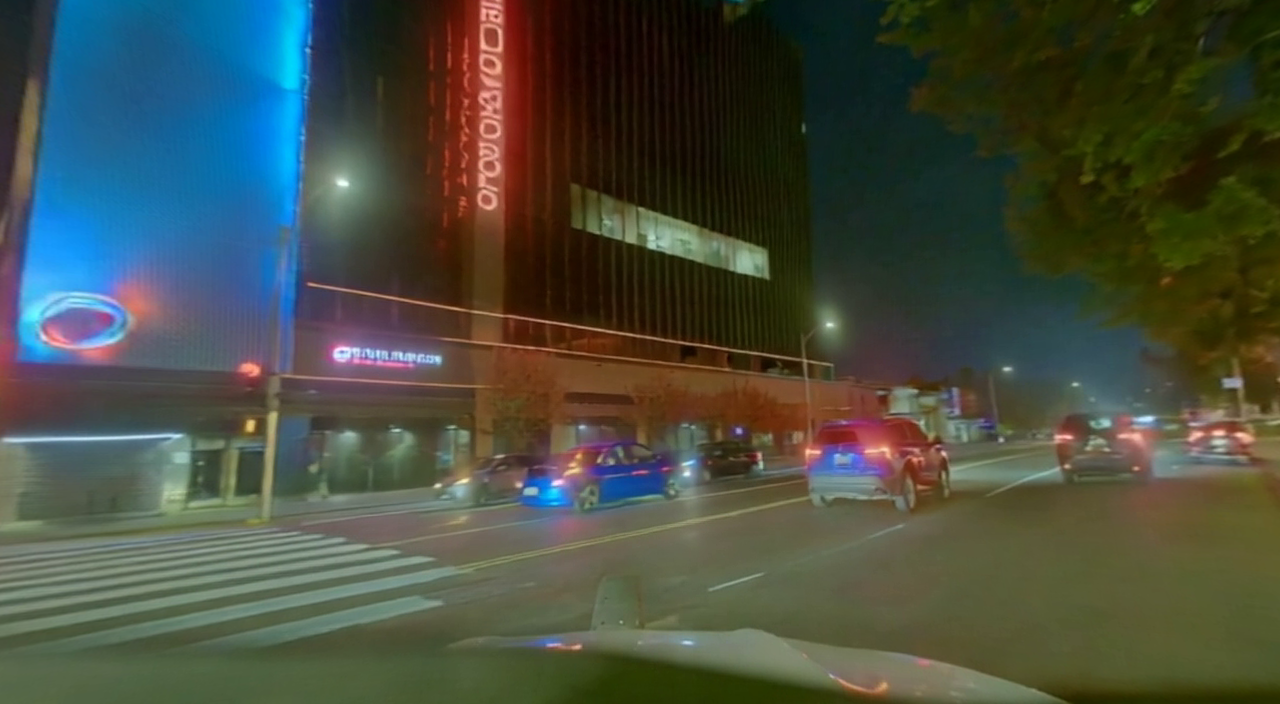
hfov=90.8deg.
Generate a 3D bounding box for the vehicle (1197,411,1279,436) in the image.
[{"bbox_3d":[38.332,4.524,39.731,4.426,1.490,1.862,-4,-9,23],"label":"vehicle"}]

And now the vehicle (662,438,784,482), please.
[{"bbox_3d":[3.364,4.142,24.674,2.103,1.514,5.374,-8,-11,40],"label":"vehicle"}]

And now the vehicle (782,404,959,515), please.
[{"bbox_3d":[4.543,2.005,12.078,2.023,1.702,4.152,-6,-10,35],"label":"vehicle"}]

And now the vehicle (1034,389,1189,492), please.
[{"bbox_3d":[10.994,2.060,14.707,2.352,1.953,4.796,-7,-11,38],"label":"vehicle"}]

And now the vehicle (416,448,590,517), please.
[{"bbox_3d":[-3.440,3.278,16.474,1.989,1.508,4.021,-7,-11,39],"label":"vehicle"}]

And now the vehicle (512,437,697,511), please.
[{"bbox_3d":[-0.694,2.836,15.244,1.857,1.507,4.504,-7,-11,39],"label":"vehicle"}]
